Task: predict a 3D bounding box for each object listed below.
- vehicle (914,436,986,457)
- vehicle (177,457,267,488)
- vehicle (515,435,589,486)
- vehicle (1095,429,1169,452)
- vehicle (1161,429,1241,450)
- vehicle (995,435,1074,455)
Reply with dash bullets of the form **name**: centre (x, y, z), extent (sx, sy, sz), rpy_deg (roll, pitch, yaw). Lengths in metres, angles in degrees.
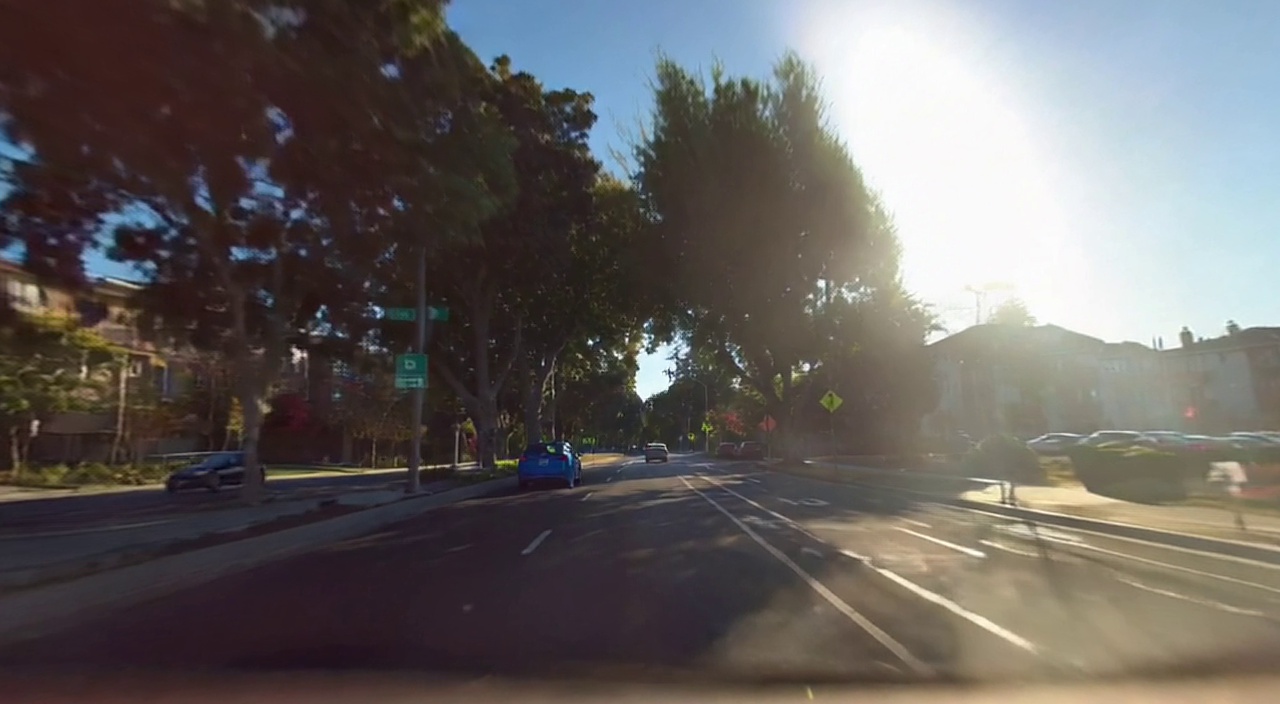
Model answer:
- **vehicle**: centre (22.852, 6.980, 46.558), extent (4.325, 1.534, 1.876), rpy_deg (0, -9, 0)
- **vehicle**: centre (-22.187, 6.385, 33.677), extent (1.848, 1.498, 4.270), rpy_deg (0, -9, 1)
- **vehicle**: centre (-3.317, 4.214, 24.722), extent (2.150, 1.812, 4.423), rpy_deg (0, -9, 2)
- **vehicle**: centre (36.510, 6.564, 46.846), extent (4.045, 1.426, 1.701), rpy_deg (-2, -5, 1)
- **vehicle**: centre (41.478, 6.488, 46.637), extent (4.166, 1.495, 1.732), rpy_deg (0, -10, 0)
- **vehicle**: centre (29.016, 6.868, 46.430), extent (4.479, 1.470, 1.823), rpy_deg (-1, -9, 2)
